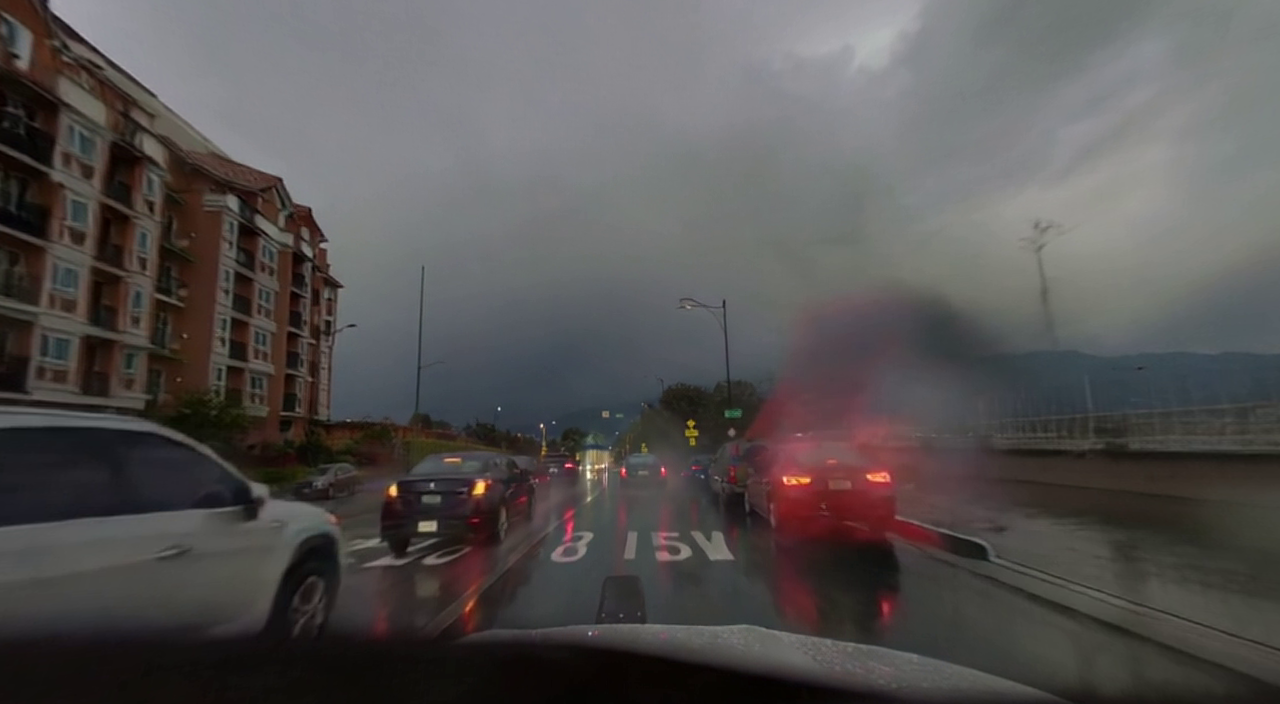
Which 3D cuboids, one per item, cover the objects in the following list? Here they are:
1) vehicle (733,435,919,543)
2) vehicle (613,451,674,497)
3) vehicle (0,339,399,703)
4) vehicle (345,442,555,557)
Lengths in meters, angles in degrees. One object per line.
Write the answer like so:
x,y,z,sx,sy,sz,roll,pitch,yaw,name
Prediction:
2.934,2.249,11.092,1.933,1.501,4.349,0,-8,0,vehicle
0.075,4.417,23.171,2.026,1.496,3.701,0,-8,-1,vehicle
-3.031,0.972,2.988,2.065,1.705,4.353,0,-8,0,vehicle
-2.798,2.271,10.576,2.109,1.477,4.509,0,-8,0,vehicle
